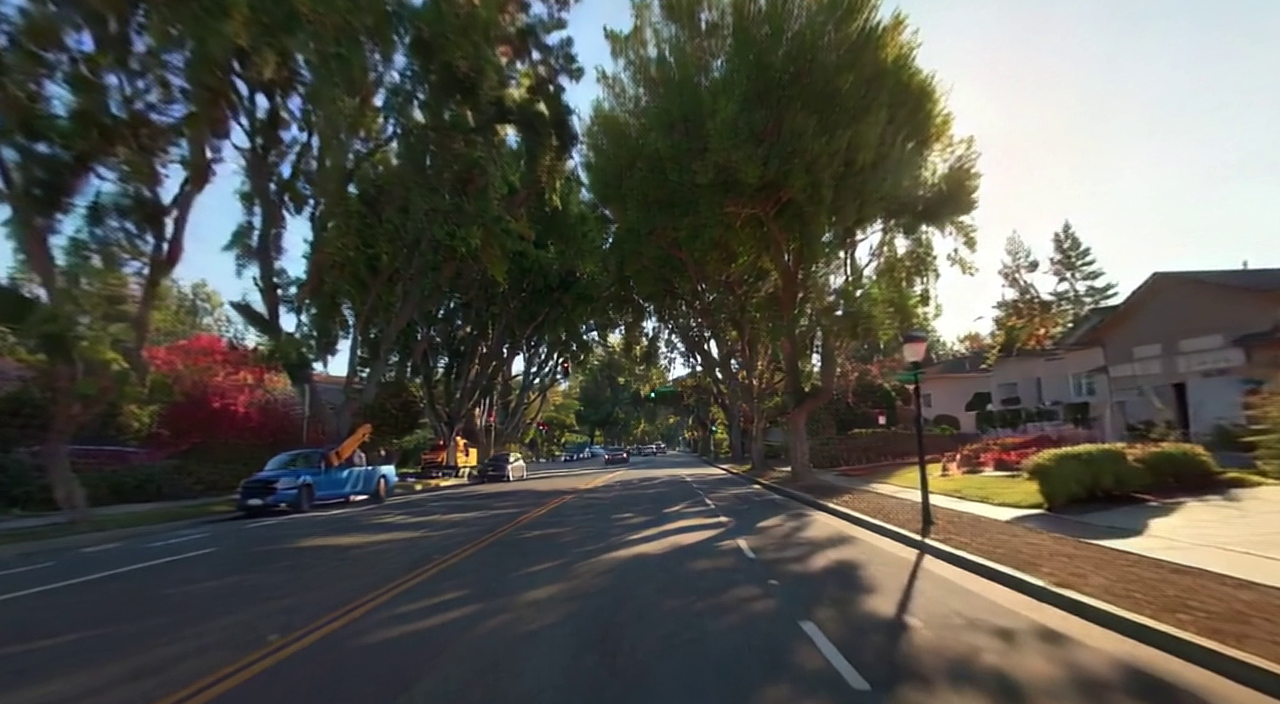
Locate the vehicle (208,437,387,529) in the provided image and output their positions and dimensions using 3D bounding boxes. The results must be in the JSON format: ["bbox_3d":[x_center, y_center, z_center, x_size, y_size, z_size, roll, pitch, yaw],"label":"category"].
[{"bbox_3d":[-8.440,3.171,16.117,1.998,1.814,4.559,-4,-7,1],"label":"vehicle"}]

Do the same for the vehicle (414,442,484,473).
[{"bbox_3d":[-14.907,8.232,49.438,4.593,2.294,2.461,-1,-8,5],"label":"vehicle"}]
